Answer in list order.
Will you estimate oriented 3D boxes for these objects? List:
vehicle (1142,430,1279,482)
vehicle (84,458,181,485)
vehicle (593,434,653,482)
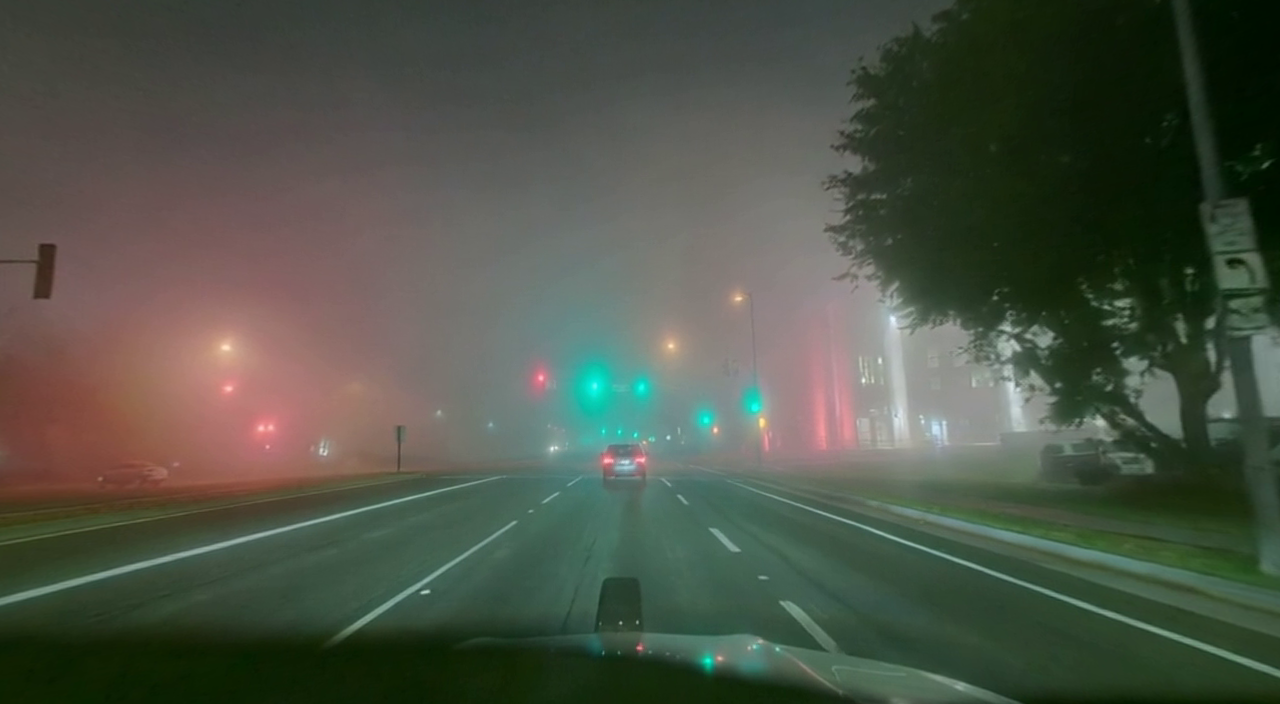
[{"bbox_3d":[17.098,2.980,18.227,3.720,1.414,1.719,0,-8,-2],"label":"vehicle"},{"bbox_3d":[-35.005,8.261,43.674,4.884,1.736,2.049,0,-8,-1],"label":"vehicle"},{"bbox_3d":[-0.636,4.084,24.626,2.130,1.711,4.038,0,-8,-1],"label":"vehicle"}]
